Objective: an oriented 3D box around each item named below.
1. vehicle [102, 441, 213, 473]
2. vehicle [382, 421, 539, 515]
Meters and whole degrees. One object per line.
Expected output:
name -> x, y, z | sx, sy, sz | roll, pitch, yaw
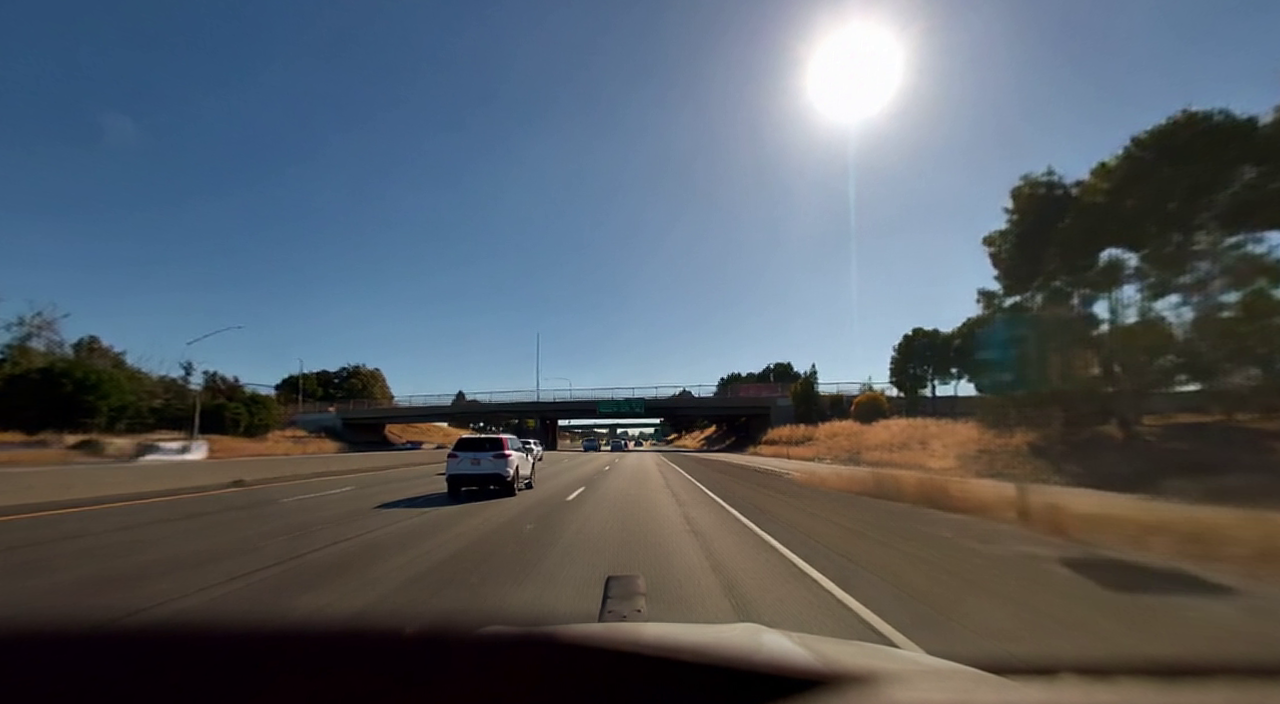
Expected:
vehicle -> -26.312, 5.717, 34.541 | 1.958, 1.622, 5.191 | 0, -8, 1
vehicle -> -3.648, 2.454, 13.764 | 2.048, 1.705, 4.384 | 0, -8, 1
